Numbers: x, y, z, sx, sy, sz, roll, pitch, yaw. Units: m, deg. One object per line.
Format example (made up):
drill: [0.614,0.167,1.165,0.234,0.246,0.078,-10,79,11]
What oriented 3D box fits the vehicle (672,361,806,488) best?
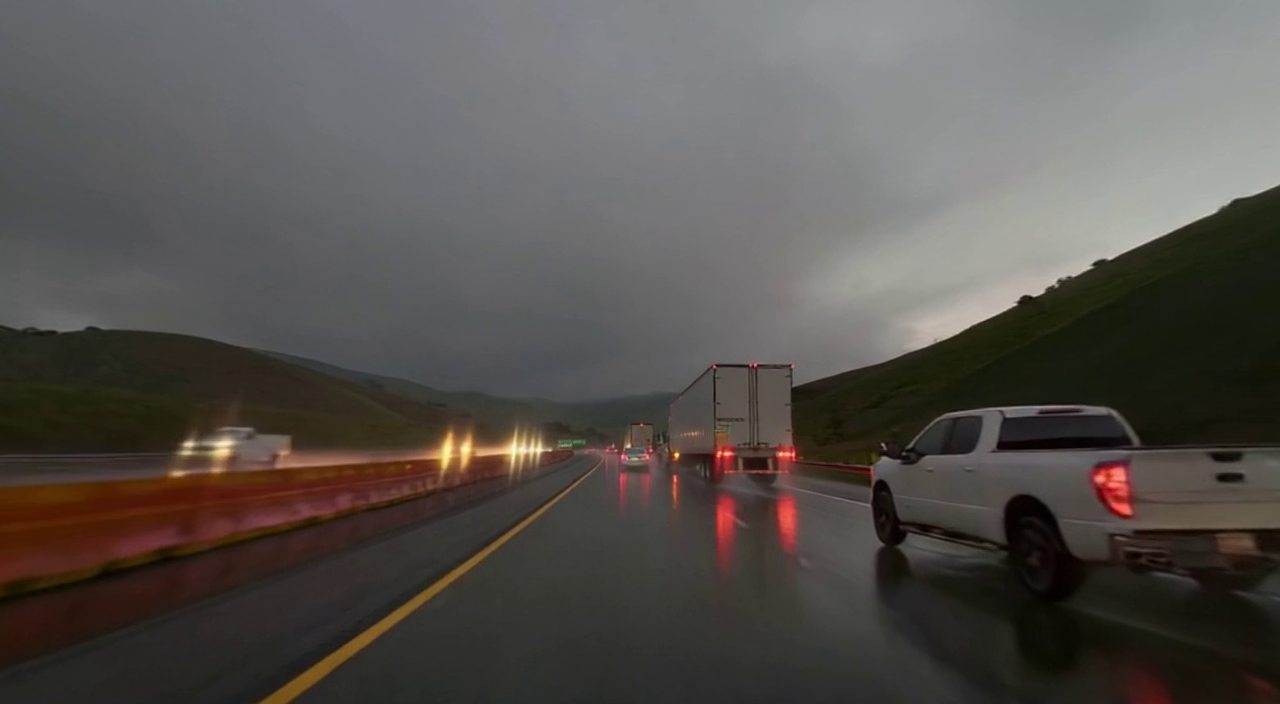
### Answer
vehicle: [3.540,3.447,27.615,2.911,4.099,14.578,0,-9,-2]

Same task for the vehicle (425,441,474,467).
vehicle: [-11.706,6.318,39.051,1.803,1.471,4.299,0,-9,-1]

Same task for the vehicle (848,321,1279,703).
vehicle: [3.900,1.212,5.859,2.034,1.968,5.221,0,-9,-1]

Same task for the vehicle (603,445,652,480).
vehicle: [-0.607,4.855,27.893,2.029,1.437,3.794,0,-9,-3]

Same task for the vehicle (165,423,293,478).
vehicle: [-15.497,3.758,24.163,1.961,1.903,4.375,0,-9,-1]
